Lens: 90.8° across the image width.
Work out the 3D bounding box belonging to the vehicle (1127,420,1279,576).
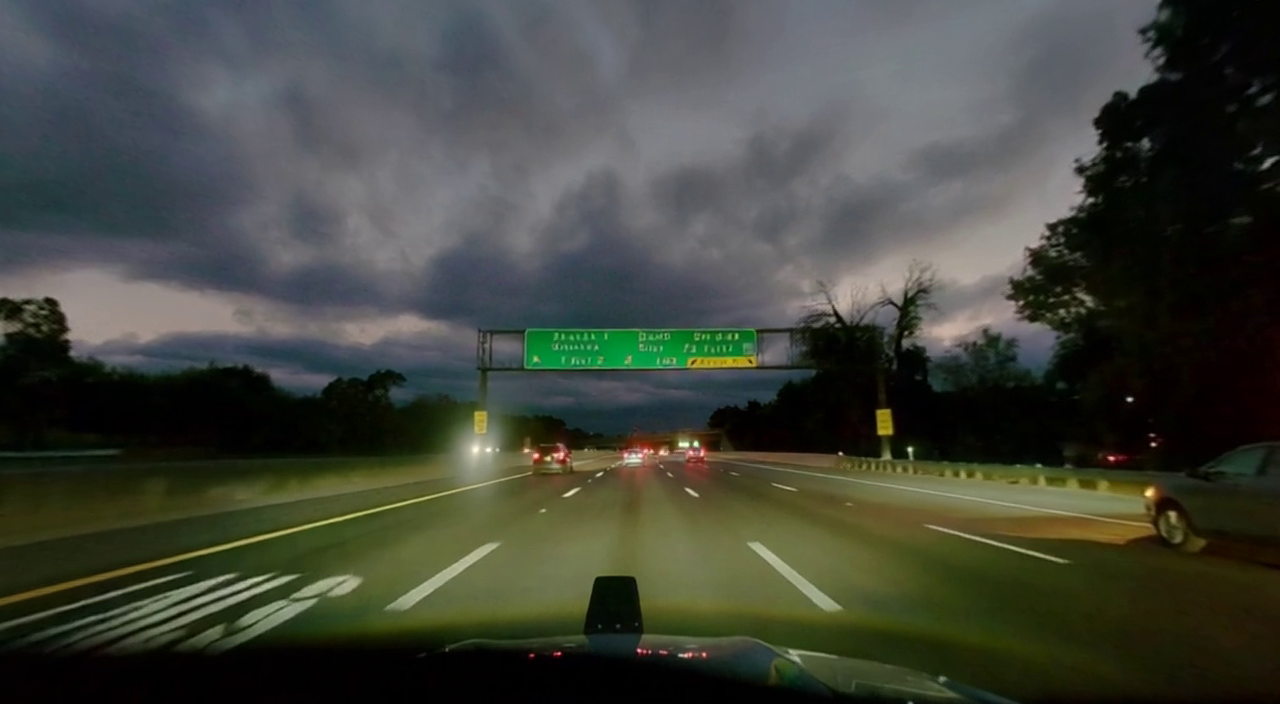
[{"bbox_3d":[7.644,1.499,6.440,1.989,1.603,4.126,0,-9,0],"label":"vehicle"}]

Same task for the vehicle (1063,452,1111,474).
[{"bbox_3d":[33.139,8.208,46.932,1.980,1.532,4.660,-4,-9,24],"label":"vehicle"}]

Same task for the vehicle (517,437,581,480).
[{"bbox_3d":[-3.981,4.763,28.517,2.113,1.756,4.471,0,-9,2],"label":"vehicle"}]

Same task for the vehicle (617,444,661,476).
[{"bbox_3d":[-0.053,5.404,31.806,2.075,1.486,4.007,0,-9,0],"label":"vehicle"}]

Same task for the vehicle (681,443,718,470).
[{"bbox_3d":[3.720,6.614,40.044,1.936,1.625,3.991,0,-9,0],"label":"vehicle"}]
